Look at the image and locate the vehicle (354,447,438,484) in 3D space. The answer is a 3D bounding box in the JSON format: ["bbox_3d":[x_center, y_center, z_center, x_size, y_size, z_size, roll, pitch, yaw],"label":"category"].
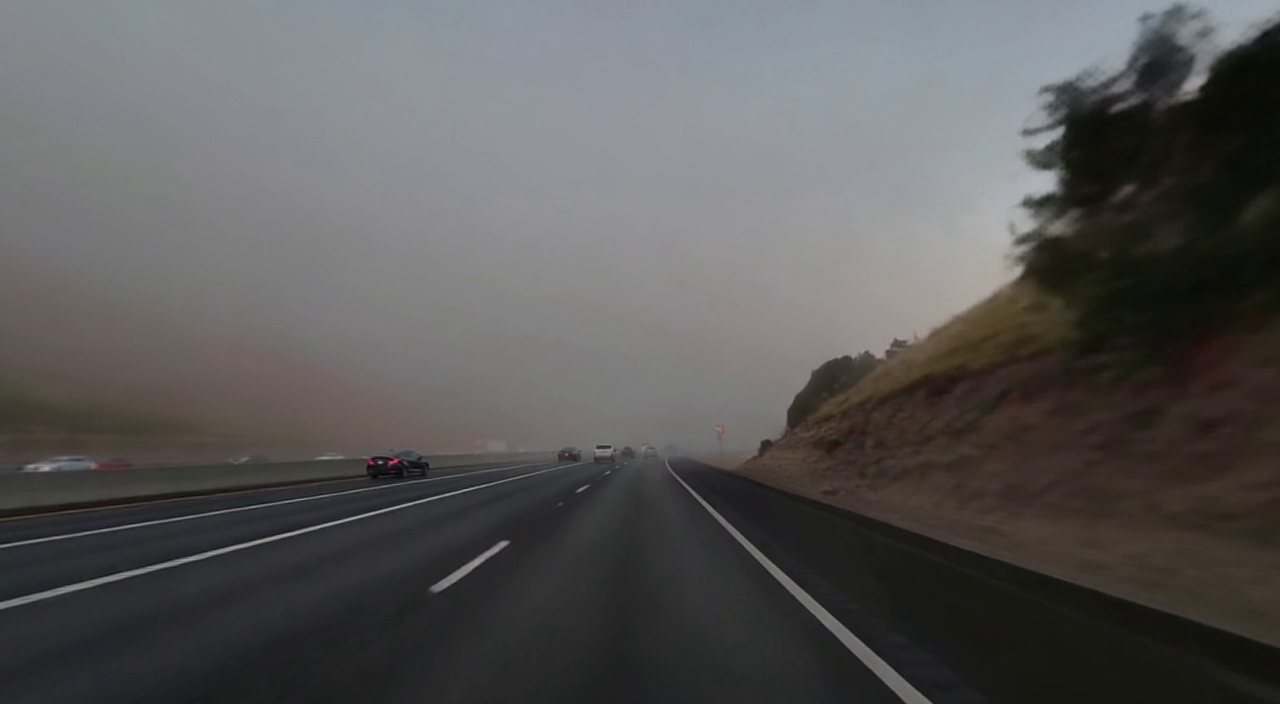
[{"bbox_3d":[-10.899,5.079,28.555,1.927,1.454,4.395,-1,-8,2],"label":"vehicle"}]

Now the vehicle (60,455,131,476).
[{"bbox_3d":[-41.825,8.694,48.540,1.707,1.443,4.149,-1,-8,1],"label":"vehicle"}]
